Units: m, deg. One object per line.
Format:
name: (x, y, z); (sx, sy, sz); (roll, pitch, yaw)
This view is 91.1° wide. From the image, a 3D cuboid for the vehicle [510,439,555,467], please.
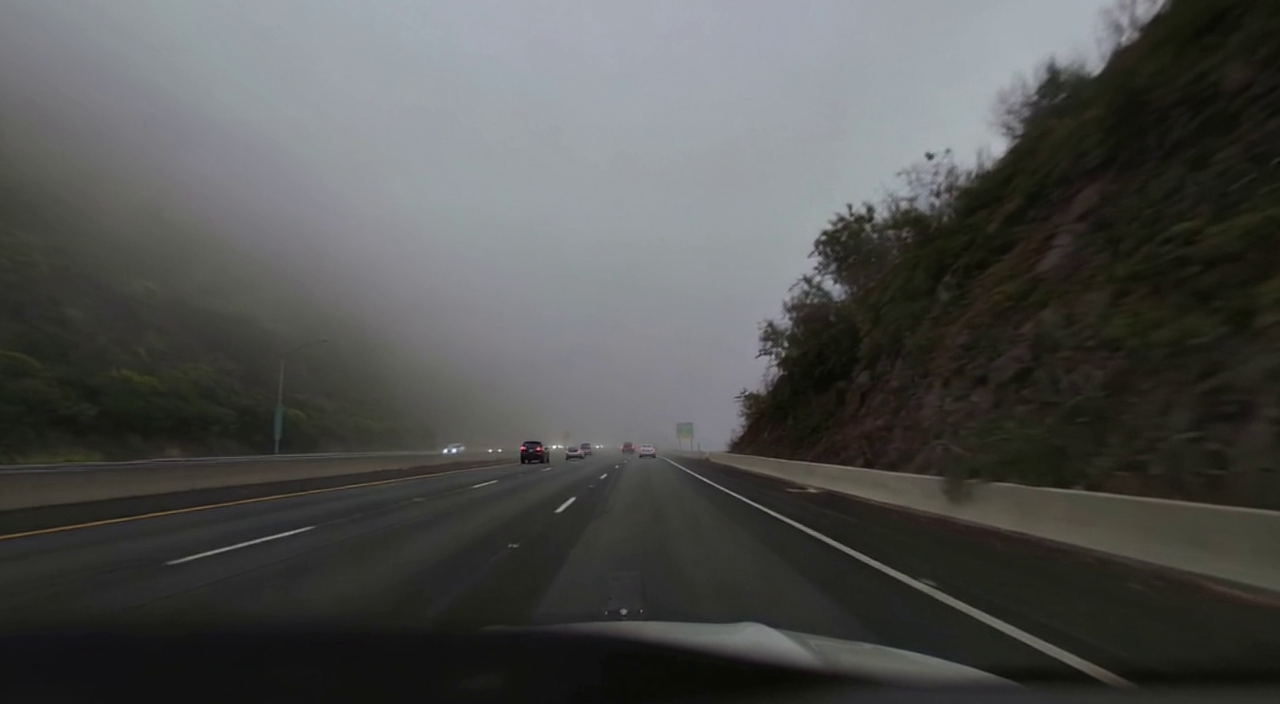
vehicle: (-6.666, 6.297, 39.381); (1.972, 1.660, 4.254); (0, -8, 0)
